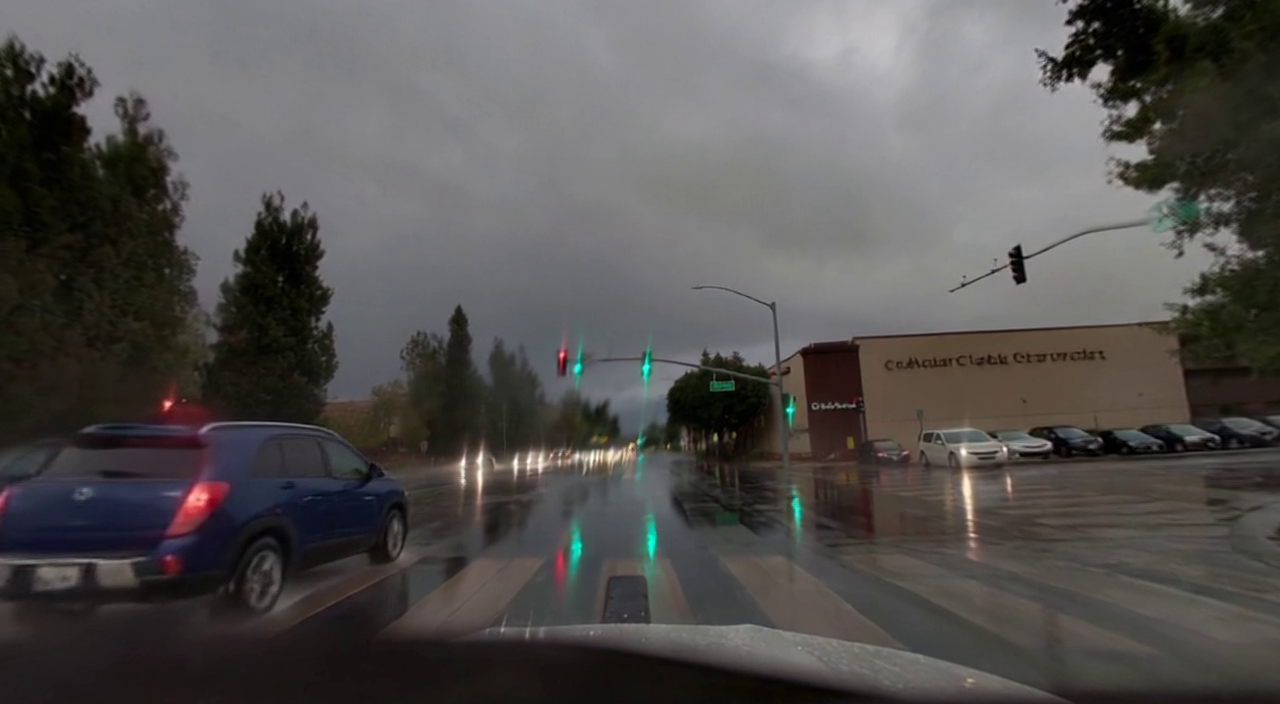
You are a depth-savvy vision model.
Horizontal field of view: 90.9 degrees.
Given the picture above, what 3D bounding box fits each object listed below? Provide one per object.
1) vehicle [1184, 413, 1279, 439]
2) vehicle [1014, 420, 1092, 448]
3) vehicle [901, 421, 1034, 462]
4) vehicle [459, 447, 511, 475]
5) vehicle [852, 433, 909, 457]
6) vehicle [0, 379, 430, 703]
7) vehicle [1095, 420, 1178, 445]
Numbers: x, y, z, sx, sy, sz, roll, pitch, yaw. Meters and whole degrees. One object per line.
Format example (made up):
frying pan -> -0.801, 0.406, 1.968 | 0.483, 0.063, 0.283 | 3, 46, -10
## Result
vehicle -> 38.402, 4.884, 41.022 | 1.715, 1.480, 4.701 | -1, -9, -1
vehicle -> 26.302, 5.281, 40.307 | 2.011, 1.656, 4.163 | 0, -9, -2
vehicle -> 13.954, 3.839, 27.060 | 4.566, 1.670, 2.000 | 0, -9, -3
vehicle -> -9.286, 6.528, 38.013 | 2.026, 1.616, 4.199 | 0, -9, 0
vehicle -> 17.352, 6.743, 45.546 | 3.329, 1.415, 1.821 | -5, -9, 3
vehicle -> -3.454, 1.282, 5.227 | 1.934, 1.649, 4.490 | 0, -8, -1
vehicle -> 31.312, 5.118, 39.916 | 1.823, 1.480, 4.003 | 0, -9, -4
